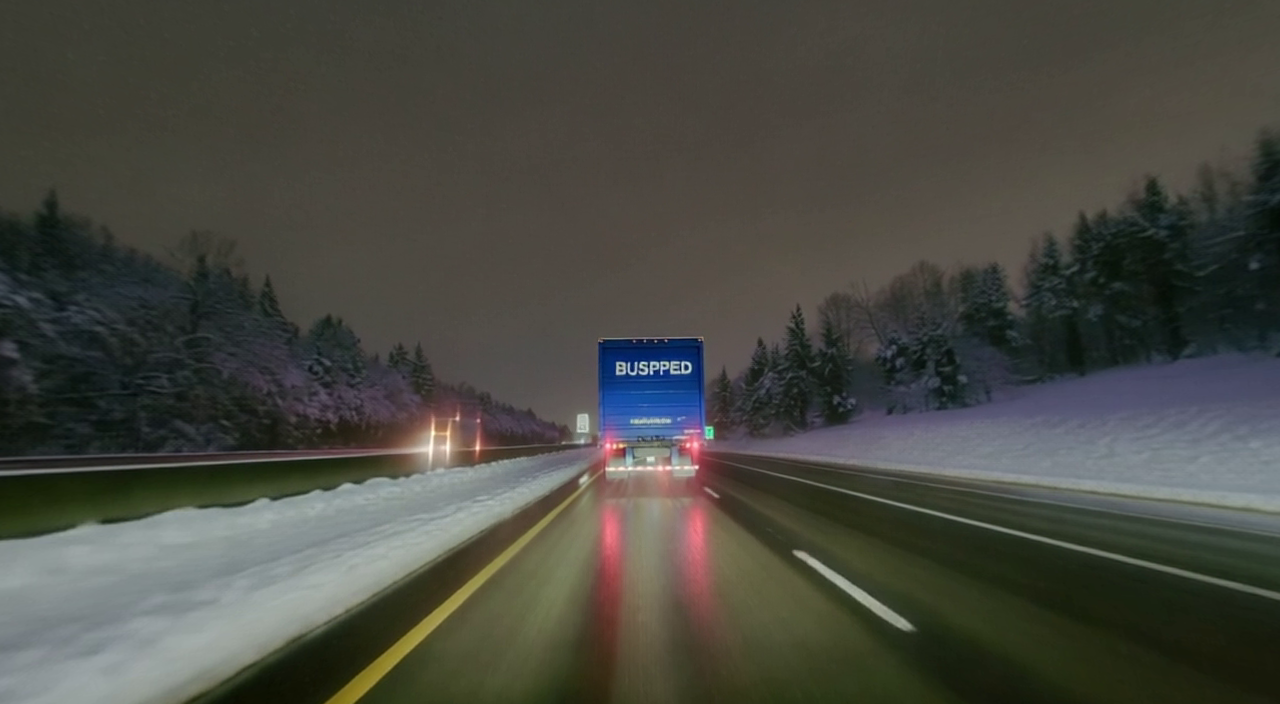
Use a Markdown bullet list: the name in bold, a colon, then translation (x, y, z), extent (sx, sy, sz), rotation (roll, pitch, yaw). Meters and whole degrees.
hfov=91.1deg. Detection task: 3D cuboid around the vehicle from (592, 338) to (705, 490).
- **vehicle**: translation (0.152, 2.173, 20.561), extent (2.870, 3.911, 8.697), rotation (0, -8, -1)
